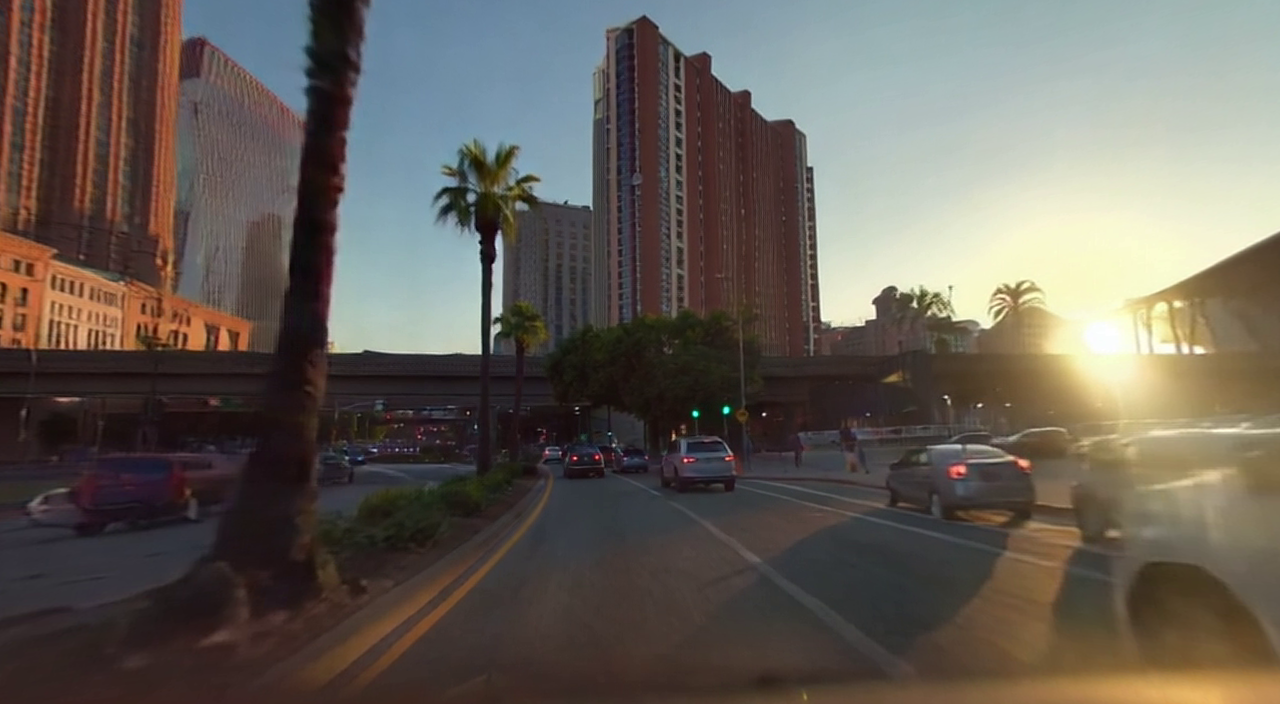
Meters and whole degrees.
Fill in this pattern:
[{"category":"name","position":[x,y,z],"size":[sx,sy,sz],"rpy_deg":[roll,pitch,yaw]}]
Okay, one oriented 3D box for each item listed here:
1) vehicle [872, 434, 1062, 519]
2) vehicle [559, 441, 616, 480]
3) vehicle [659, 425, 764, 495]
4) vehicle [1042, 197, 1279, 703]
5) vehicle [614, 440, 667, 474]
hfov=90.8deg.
[{"category":"vehicle","position":[7.121,2.738,14.421],"size":[1.914,1.596,4.494],"rpy_deg":[0,-9,0]},{"category":"vehicle","position":[-2.553,5.016,29.596],"size":[2.332,1.625,4.933],"rpy_deg":[1,-9,-8]},{"category":"vehicle","position":[2.125,3.477,20.707],"size":[2.407,1.991,5.130],"rpy_deg":[1,-9,-5]},{"category":"vehicle","position":[3.537,0.333,0.878],"size":[2.434,2.171,5.098],"rpy_deg":[0,-9,-2]},{"category":"vehicle","position":[-0.060,5.853,35.423],"size":[2.214,1.711,4.474],"rpy_deg":[1,-9,-10]}]
